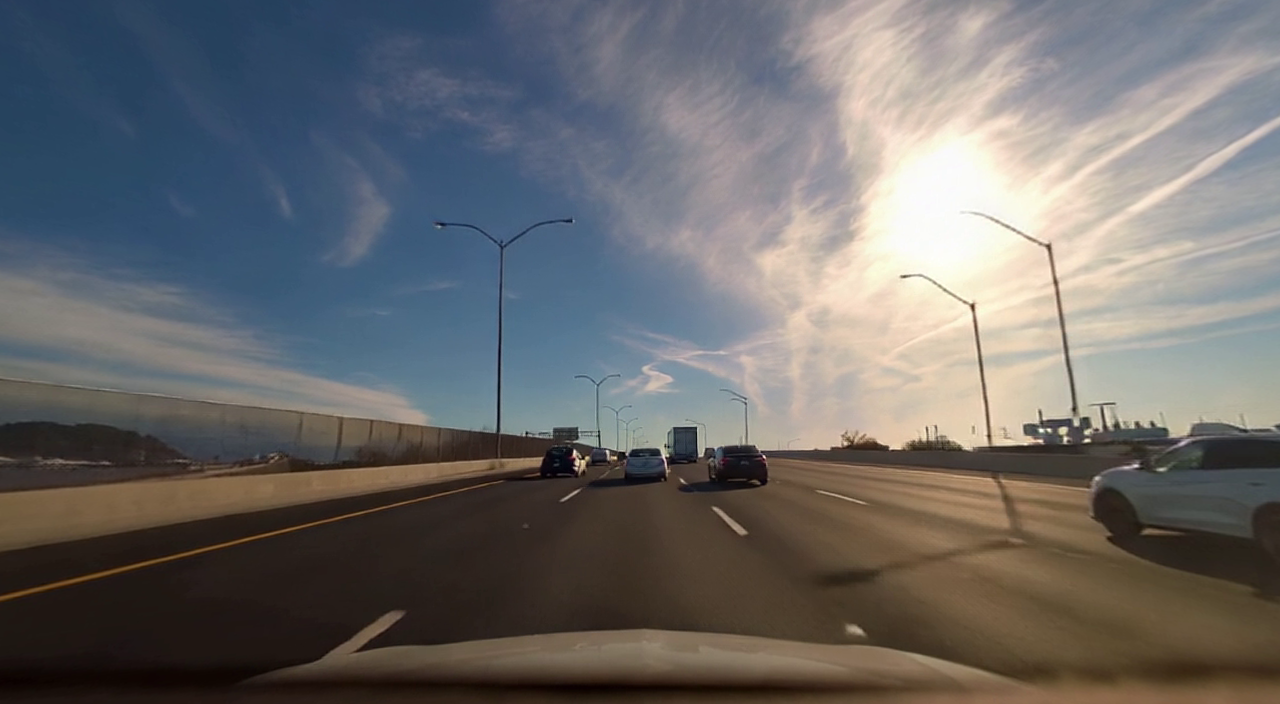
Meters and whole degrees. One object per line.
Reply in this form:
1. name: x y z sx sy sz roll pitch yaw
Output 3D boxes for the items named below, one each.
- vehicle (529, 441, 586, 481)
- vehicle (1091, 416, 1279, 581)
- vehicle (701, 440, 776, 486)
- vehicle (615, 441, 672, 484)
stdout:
1. vehicle: -3.690 4.914 28.890 2.036 1.669 4.112 0 -8 1
2. vehicle: 6.896 1.419 6.279 1.860 1.520 3.961 0 -8 0
3. vehicle: 3.402 3.931 22.679 1.942 1.453 4.329 0 -8 -1
4. vehicle: 0.129 4.362 25.307 2.067 1.555 4.851 0 -8 0
